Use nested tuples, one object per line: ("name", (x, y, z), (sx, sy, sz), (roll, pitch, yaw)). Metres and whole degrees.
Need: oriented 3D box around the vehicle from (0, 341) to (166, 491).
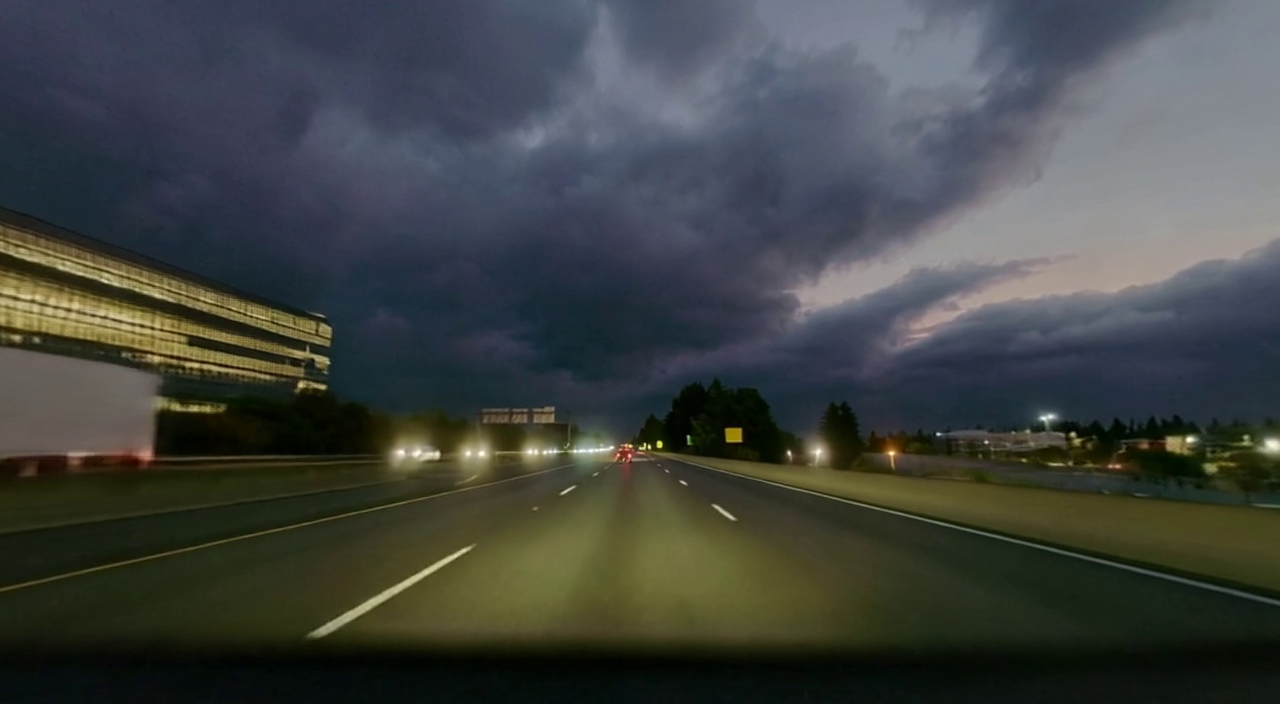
("vehicle", (-18.661, 1.971, 18.548), (2.892, 3.974, 8.106), (0, -9, 1))
